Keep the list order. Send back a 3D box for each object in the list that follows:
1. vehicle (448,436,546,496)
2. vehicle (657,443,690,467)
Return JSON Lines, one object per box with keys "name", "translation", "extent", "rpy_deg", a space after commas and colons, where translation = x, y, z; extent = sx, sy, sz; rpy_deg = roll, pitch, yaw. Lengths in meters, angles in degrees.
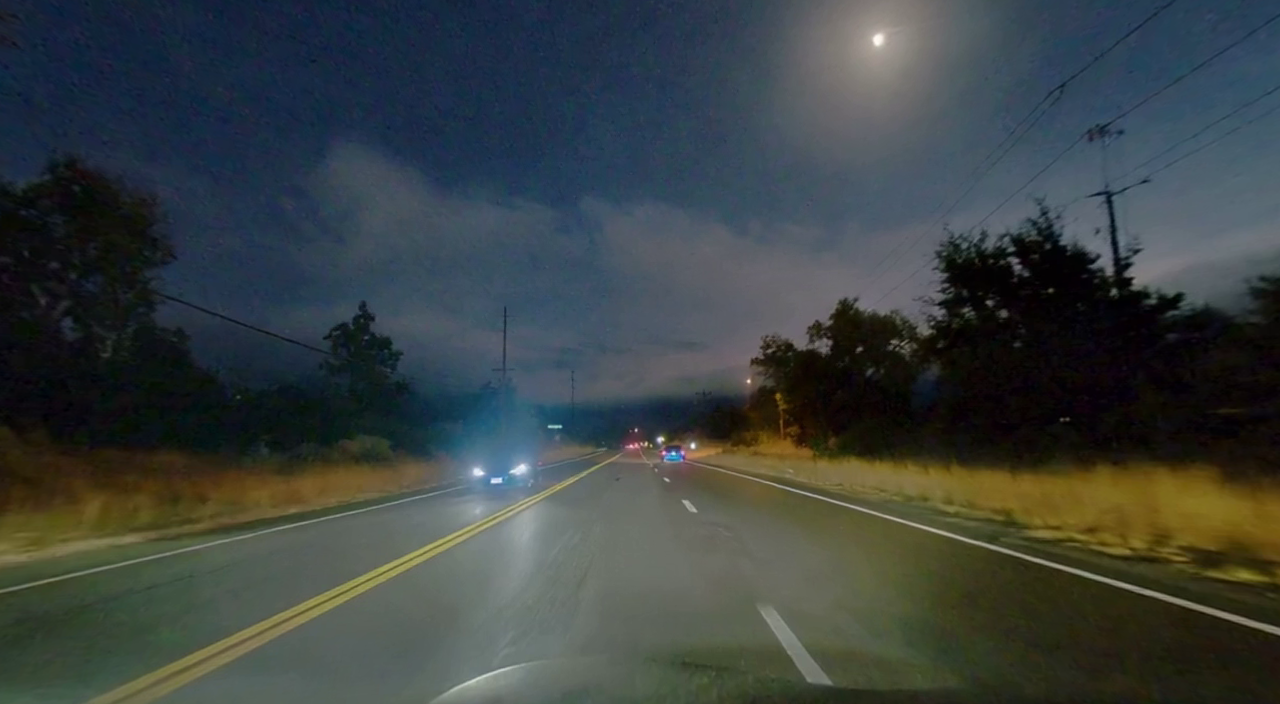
{"name": "vehicle", "translation": [-4.672, 3.819, 21.567], "extent": [2.249, 1.795, 4.858], "rpy_deg": [0, -9, -1]}
{"name": "vehicle", "translation": [2.492, 7.723, 47.554], "extent": [2.135, 1.692, 4.185], "rpy_deg": [0, -9, -2]}
